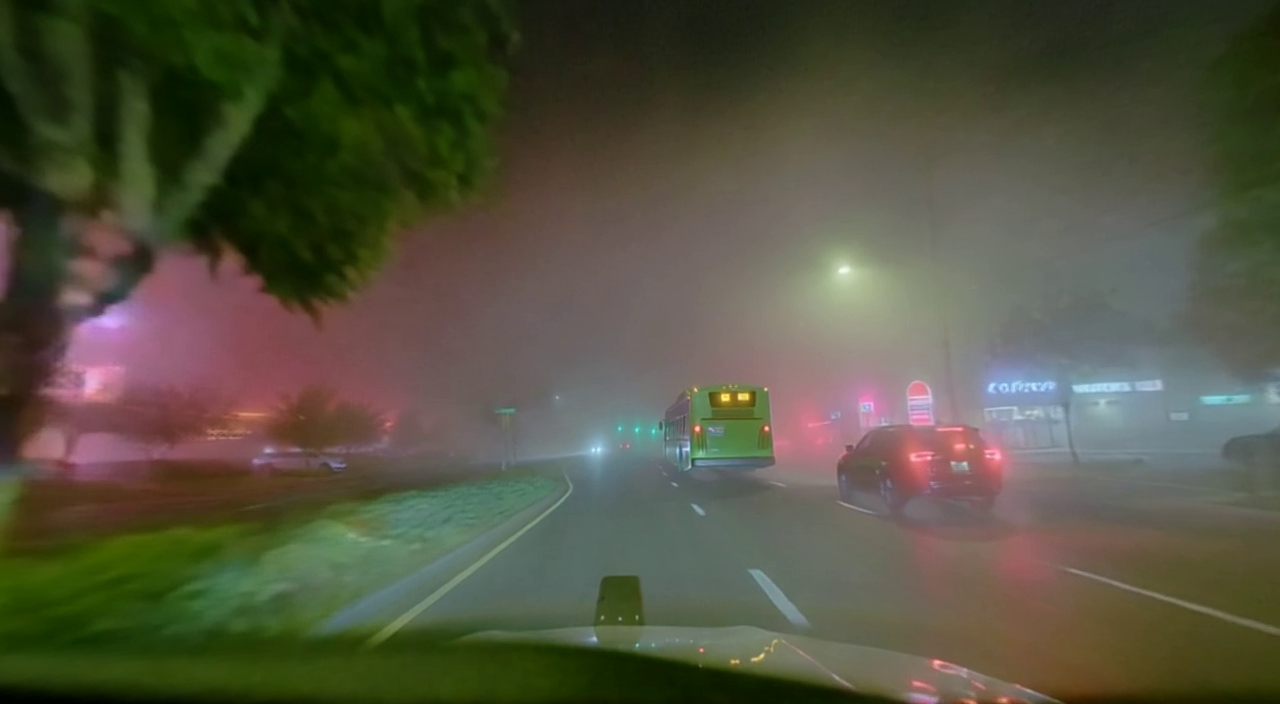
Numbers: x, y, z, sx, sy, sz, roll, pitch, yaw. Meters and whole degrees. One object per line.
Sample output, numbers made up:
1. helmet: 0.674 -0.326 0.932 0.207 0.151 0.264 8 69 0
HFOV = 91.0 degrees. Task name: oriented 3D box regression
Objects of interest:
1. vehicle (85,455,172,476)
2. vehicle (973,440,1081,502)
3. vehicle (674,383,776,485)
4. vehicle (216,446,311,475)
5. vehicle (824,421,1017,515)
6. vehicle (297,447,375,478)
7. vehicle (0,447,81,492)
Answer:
1. vehicle: -38.692 8.583 47.709 4.646 1.447 2.215 0 -9 0
2. vehicle: 10.837 3.193 17.452 2.042 1.456 4.800 -6 -10 36
3. vehicle: 2.994 3.320 25.085 2.766 3.306 9.281 0 -8 0
4. vehicle: -25.140 7.260 42.168 4.857 1.846 2.185 0 -8 -2
5. vehicle: 5.976 2.528 14.221 2.129 1.754 4.668 0 -8 -1
6. vehicle: -19.121 6.943 39.923 2.277 1.764 5.283 -2 -8 1
7. vehicle: -28.188 5.152 27.768 2.181 1.901 5.196 0 -8 0
